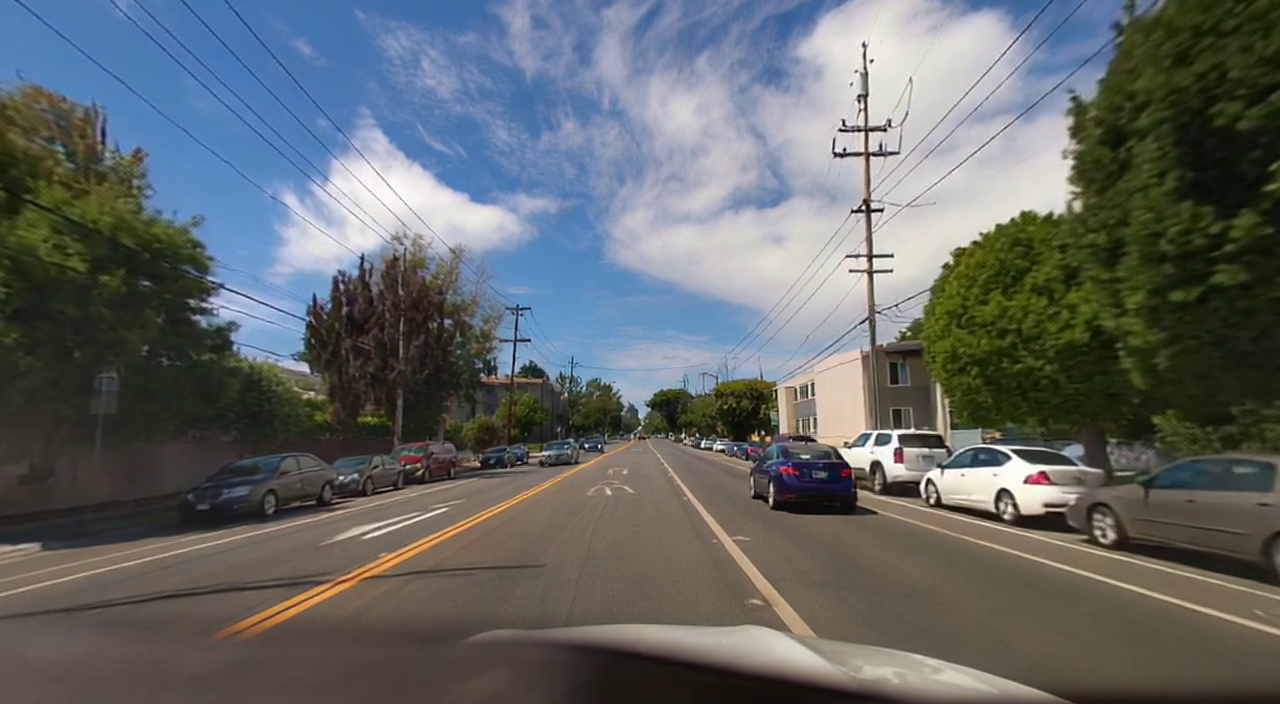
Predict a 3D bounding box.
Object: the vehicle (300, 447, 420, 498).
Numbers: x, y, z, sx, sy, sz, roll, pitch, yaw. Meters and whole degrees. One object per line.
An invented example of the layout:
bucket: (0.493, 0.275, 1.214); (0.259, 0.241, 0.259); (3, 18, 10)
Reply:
vehicle: (-9.345, 4.028, 21.475); (1.949, 1.502, 4.264); (-1, -8, 3)

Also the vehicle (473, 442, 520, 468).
vehicle: (-9.325, 6.719, 41.383); (1.944, 1.524, 4.404); (0, -8, 1)

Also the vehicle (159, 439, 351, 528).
vehicle: (-9.402, 3.167, 15.909); (1.961, 1.683, 4.483); (-7, -8, 1)

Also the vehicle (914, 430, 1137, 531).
vehicle: (7.689, 2.551, 13.217); (1.811, 1.749, 4.308); (0, -8, -2)

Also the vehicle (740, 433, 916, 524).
vehicle: (3.510, 2.439, 12.876); (2.059, 1.489, 4.629); (0, -8, -1)

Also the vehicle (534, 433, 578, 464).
vehicle: (-5.029, 5.842, 38.312); (2.050, 1.729, 4.269); (0, -8, 1)

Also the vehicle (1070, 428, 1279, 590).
vehicle: (7.744, 1.772, 7.472); (2.044, 1.682, 4.466); (0, -8, -2)

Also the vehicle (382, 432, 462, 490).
vehicle: (-9.429, 4.688, 27.645); (1.981, 1.975, 4.534); (-3, -4, -1)
